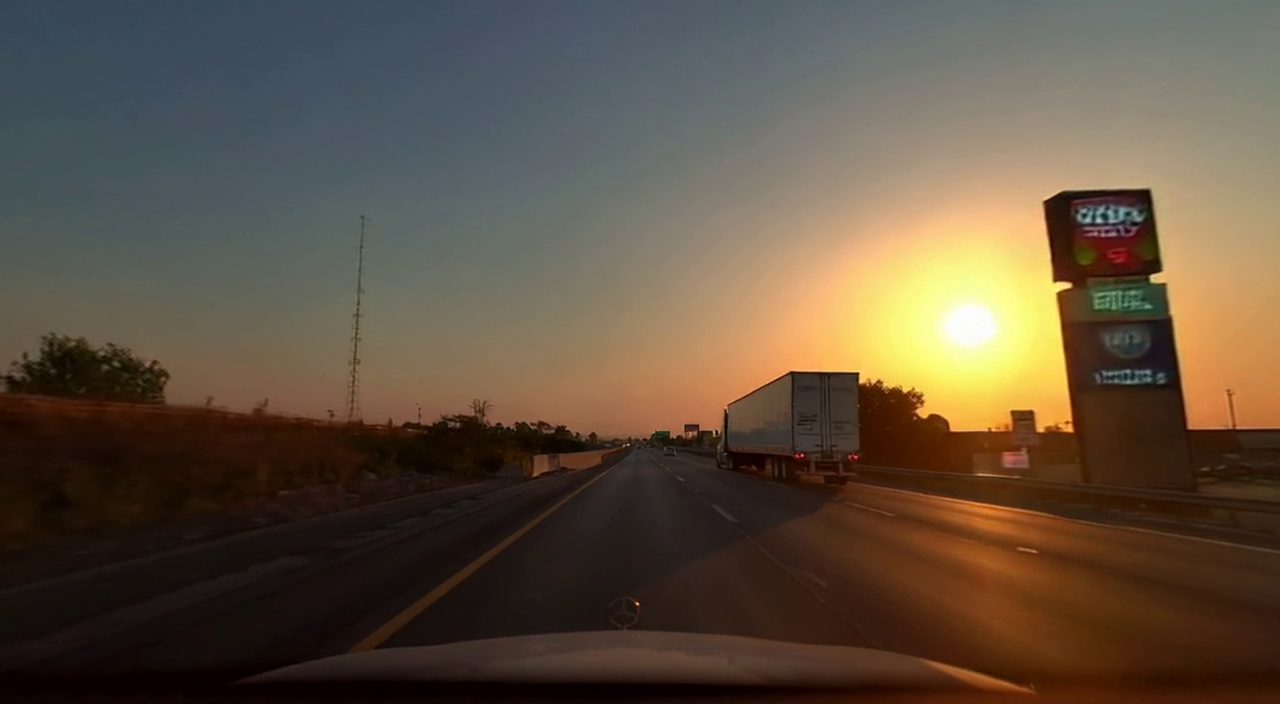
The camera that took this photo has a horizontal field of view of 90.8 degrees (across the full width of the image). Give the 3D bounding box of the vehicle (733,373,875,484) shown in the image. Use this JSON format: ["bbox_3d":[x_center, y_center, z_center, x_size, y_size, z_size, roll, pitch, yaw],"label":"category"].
[{"bbox_3d":[7.261,4.005,31.520,2.912,4.153,15.866,0,-8,0],"label":"vehicle"}]
